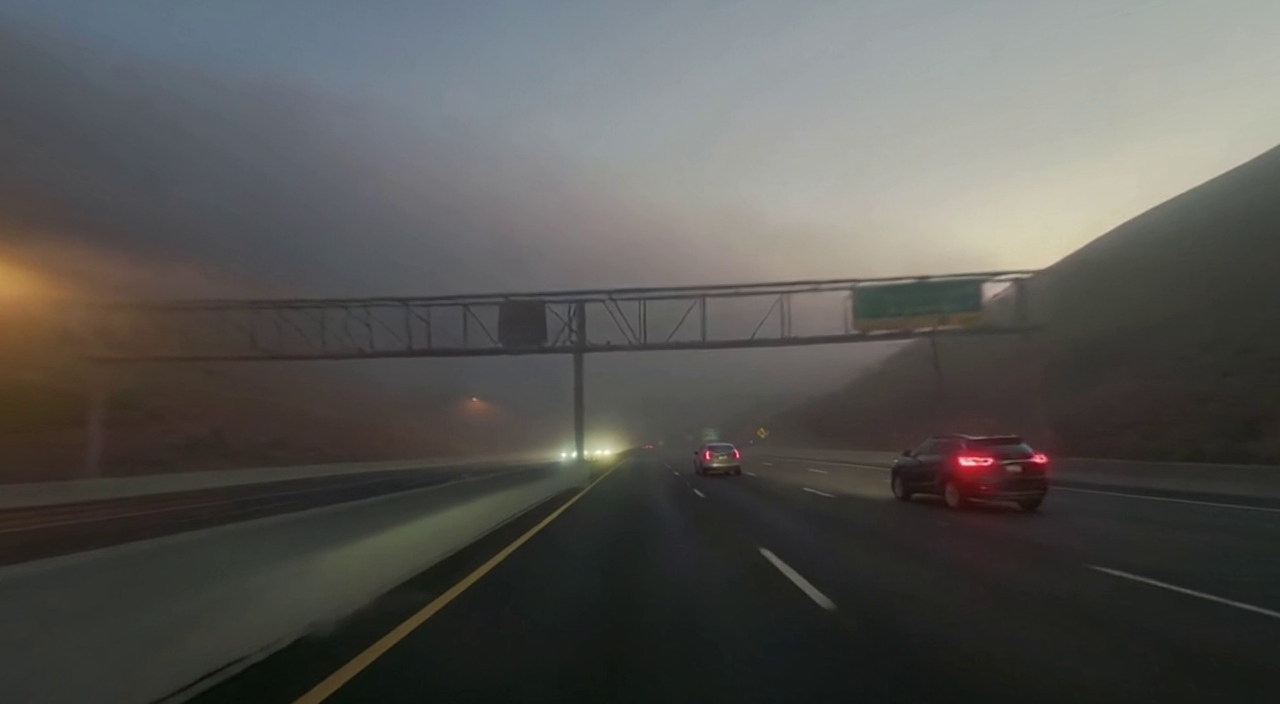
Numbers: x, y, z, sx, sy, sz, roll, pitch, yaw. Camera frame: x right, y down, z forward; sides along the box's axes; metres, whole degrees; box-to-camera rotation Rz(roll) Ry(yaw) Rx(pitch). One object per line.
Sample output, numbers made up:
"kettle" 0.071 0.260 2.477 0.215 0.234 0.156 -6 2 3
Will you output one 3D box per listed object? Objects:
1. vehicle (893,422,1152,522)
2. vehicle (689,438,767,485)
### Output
"vehicle" 6.900 2.203 12.215 1.988 1.530 4.777 0 -8 0
"vehicle" 2.921 3.745 21.921 2.044 1.444 4.216 0 -8 -1
